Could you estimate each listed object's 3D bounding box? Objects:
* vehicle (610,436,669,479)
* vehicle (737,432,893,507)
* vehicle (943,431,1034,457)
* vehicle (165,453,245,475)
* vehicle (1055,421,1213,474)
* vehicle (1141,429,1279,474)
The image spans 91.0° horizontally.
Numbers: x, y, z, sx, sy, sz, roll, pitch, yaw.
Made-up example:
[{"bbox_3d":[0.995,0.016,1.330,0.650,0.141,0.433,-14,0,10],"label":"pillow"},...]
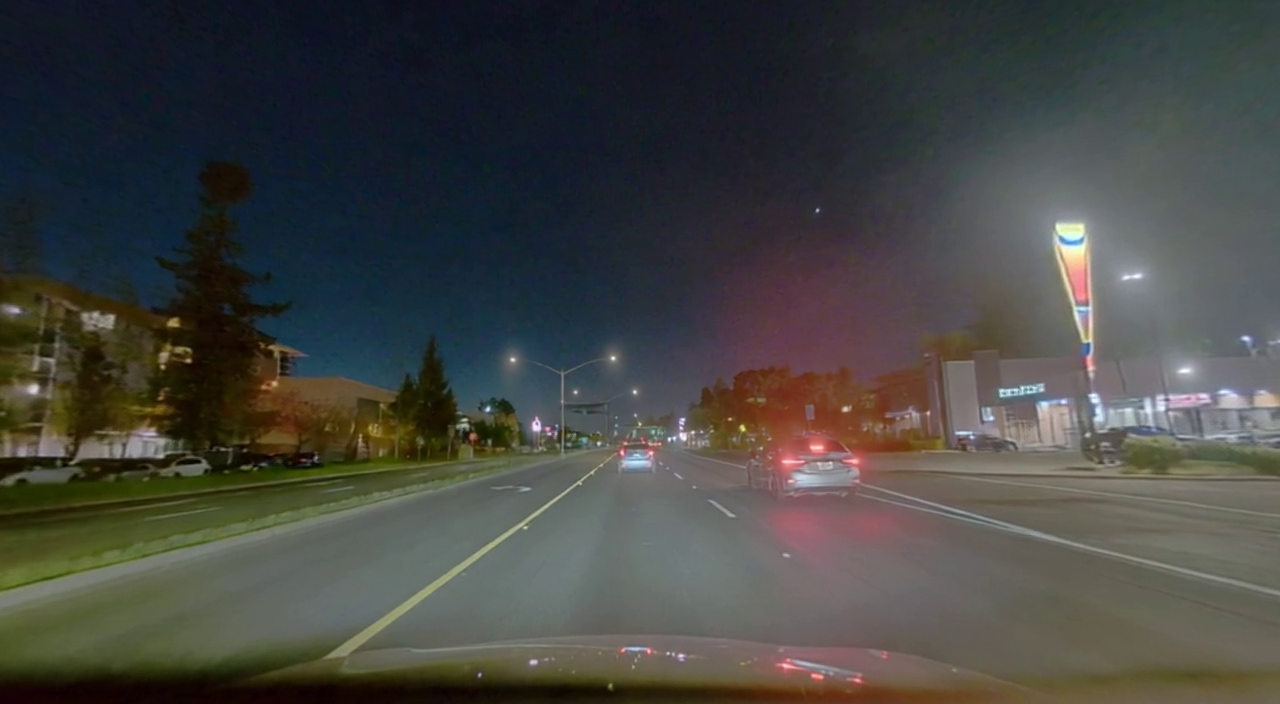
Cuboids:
[{"bbox_3d":[-0.062,3.827,23.065,1.998,1.452,3.773,0,-8,-1],"label":"vehicle"},{"bbox_3d":[3.807,2.652,14.734,2.153,1.456,4.705,0,-8,-2],"label":"vehicle"},{"bbox_3d":[20.531,5.417,37.145,4.296,1.496,1.891,1,-9,-8],"label":"vehicle"},{"bbox_3d":[-29.837,7.673,43.213,4.155,1.486,1.706,0,-8,-2],"label":"vehicle"},{"bbox_3d":[20.483,3.980,26.266,4.697,1.832,2.092,-4,-9,-1],"label":"vehicle"},{"bbox_3d":[21.589,3.617,22.964,4.763,1.544,2.047,0,-8,2],"label":"vehicle"}]
